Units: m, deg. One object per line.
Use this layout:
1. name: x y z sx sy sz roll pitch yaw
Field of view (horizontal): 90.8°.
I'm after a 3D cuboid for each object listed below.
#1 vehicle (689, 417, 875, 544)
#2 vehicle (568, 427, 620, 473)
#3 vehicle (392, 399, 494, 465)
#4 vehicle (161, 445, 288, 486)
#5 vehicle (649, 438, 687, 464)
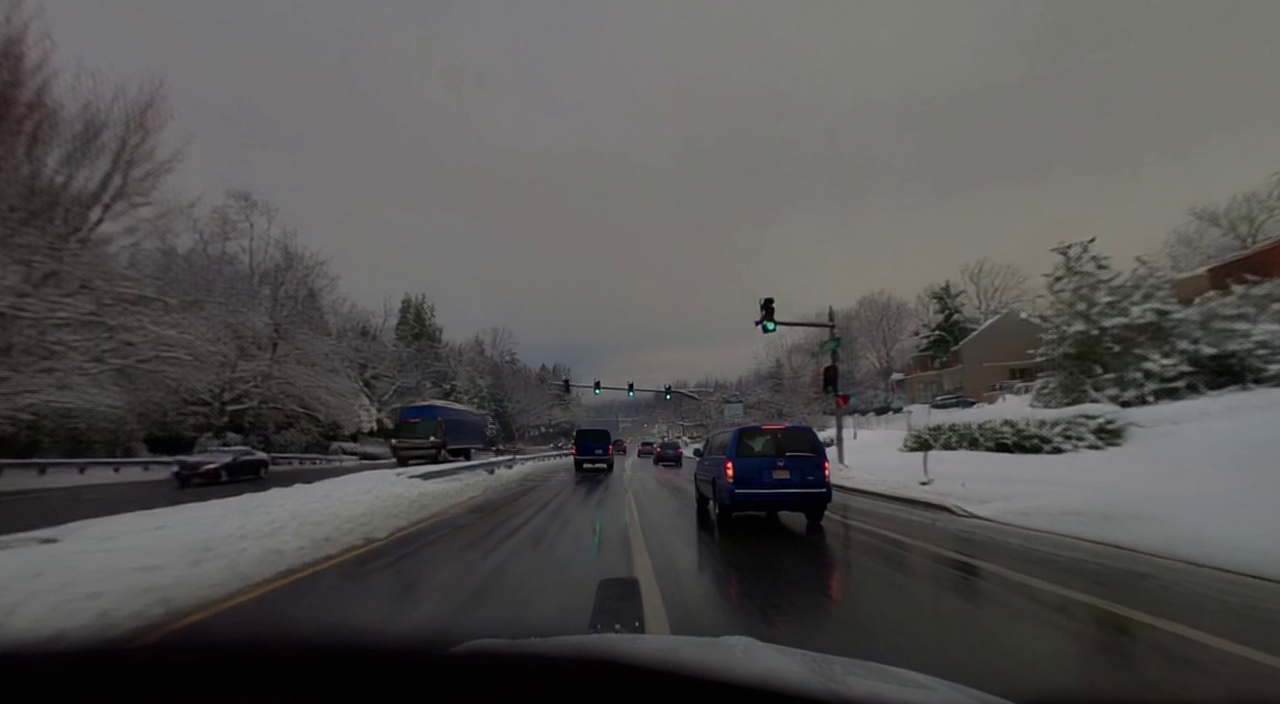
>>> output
1. vehicle: 2.066 2.015 10.557 1.965 1.671 4.146 0 -8 -3
2. vehicle: -2.169 4.767 30.836 2.228 2.054 4.309 0 -8 0
3. vehicle: -12.592 5.421 41.929 3.206 3.740 11.455 0 -8 -1
4. vehicle: -16.853 4.596 25.973 2.139 1.493 4.521 0 -8 0
5. vehicle: 1.858 6.761 43.200 2.248 1.692 4.252 0 -8 -2
